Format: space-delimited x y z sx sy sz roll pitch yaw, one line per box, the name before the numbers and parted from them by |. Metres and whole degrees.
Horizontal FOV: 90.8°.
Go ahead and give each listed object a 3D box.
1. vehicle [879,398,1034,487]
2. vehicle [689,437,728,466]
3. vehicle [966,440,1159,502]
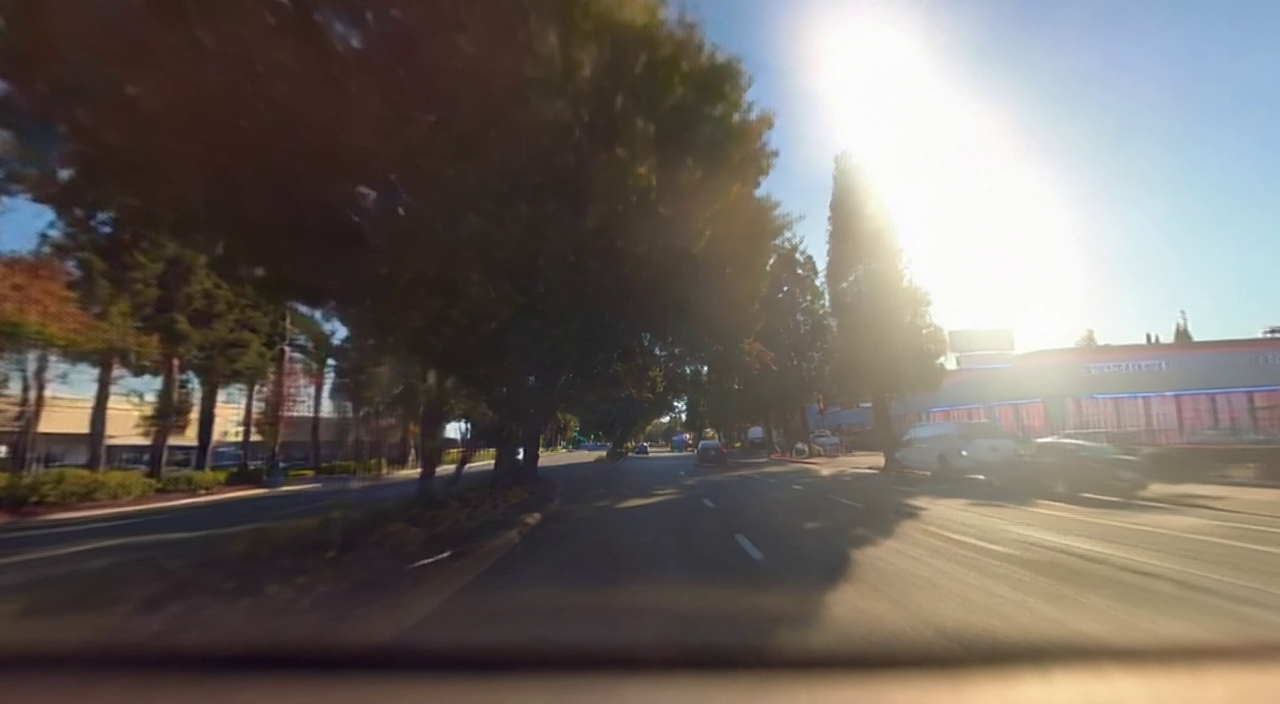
vehicle | 10.949 3.236 22.580 2.507 2.745 5.779 0 -9 0
vehicle | 4.167 6.103 38.899 1.957 1.643 4.226 0 -9 0
vehicle | 10.880 3.080 16.845 1.857 1.411 4.859 0 -9 1
